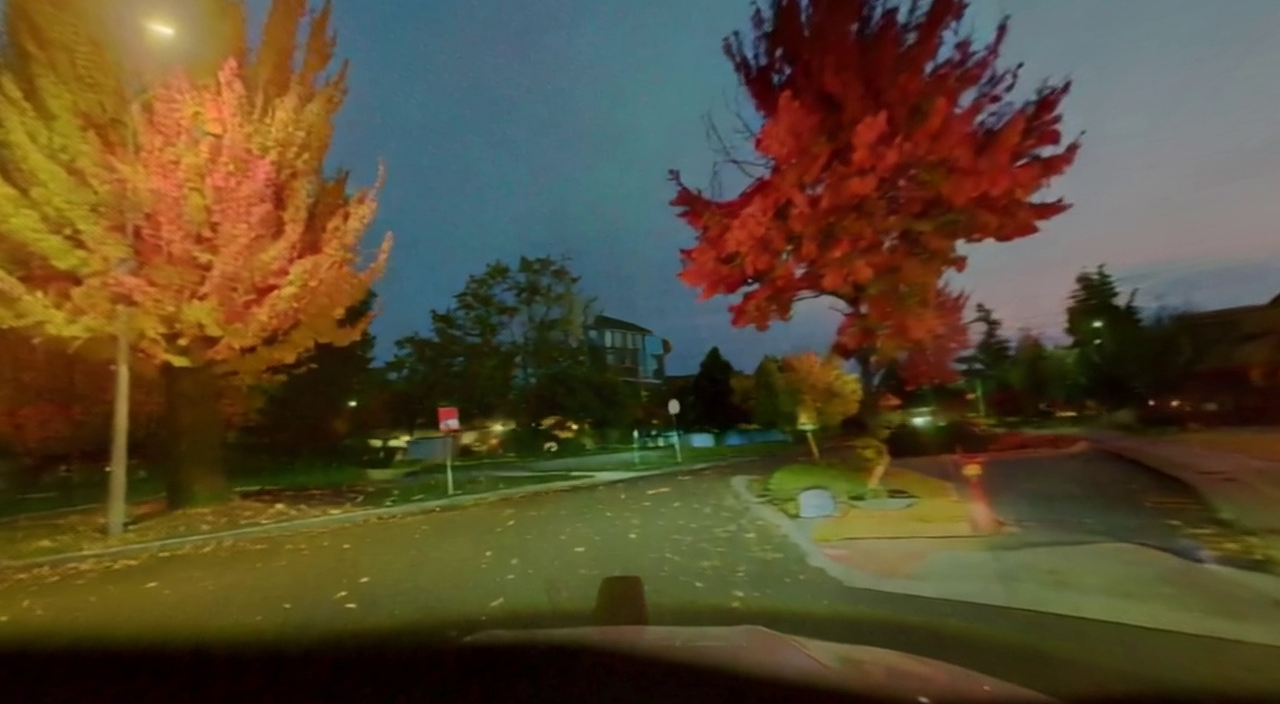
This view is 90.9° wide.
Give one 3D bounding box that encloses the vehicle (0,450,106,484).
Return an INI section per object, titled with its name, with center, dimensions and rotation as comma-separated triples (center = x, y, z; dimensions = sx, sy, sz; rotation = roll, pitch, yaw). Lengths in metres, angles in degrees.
[vehicle]
center = -34.236, 6.599, 36.248
dimensions = 1.909, 1.785, 4.890
rotation = -9, -12, 32
